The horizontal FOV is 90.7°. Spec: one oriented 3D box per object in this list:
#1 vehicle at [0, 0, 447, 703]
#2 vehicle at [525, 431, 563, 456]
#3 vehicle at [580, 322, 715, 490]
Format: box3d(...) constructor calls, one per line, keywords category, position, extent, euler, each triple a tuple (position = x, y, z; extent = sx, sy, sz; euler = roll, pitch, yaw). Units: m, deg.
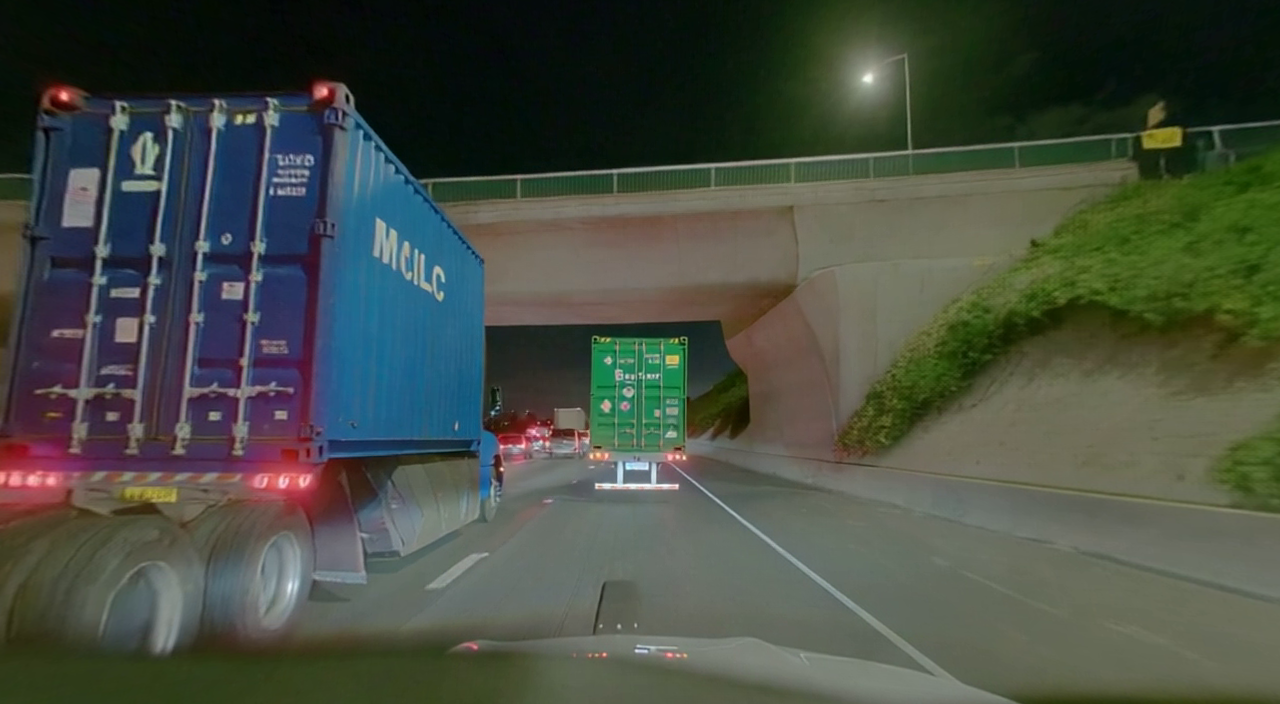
box3d(category="vehicle", position=(-3.652, -0.580, 0.280), extent=(2.873, 4.198, 13.317), euler=(0, -9, 0))
box3d(category="vehicle", position=(-7.159, 6.894, 47.618), extent=(2.163, 1.772, 4.244), euler=(0, -9, 1))
box3d(category="vehicle", position=(0.116, 1.866, 19.656), extent=(3.357, 4.212, 7.519), euler=(0, -9, -1))
